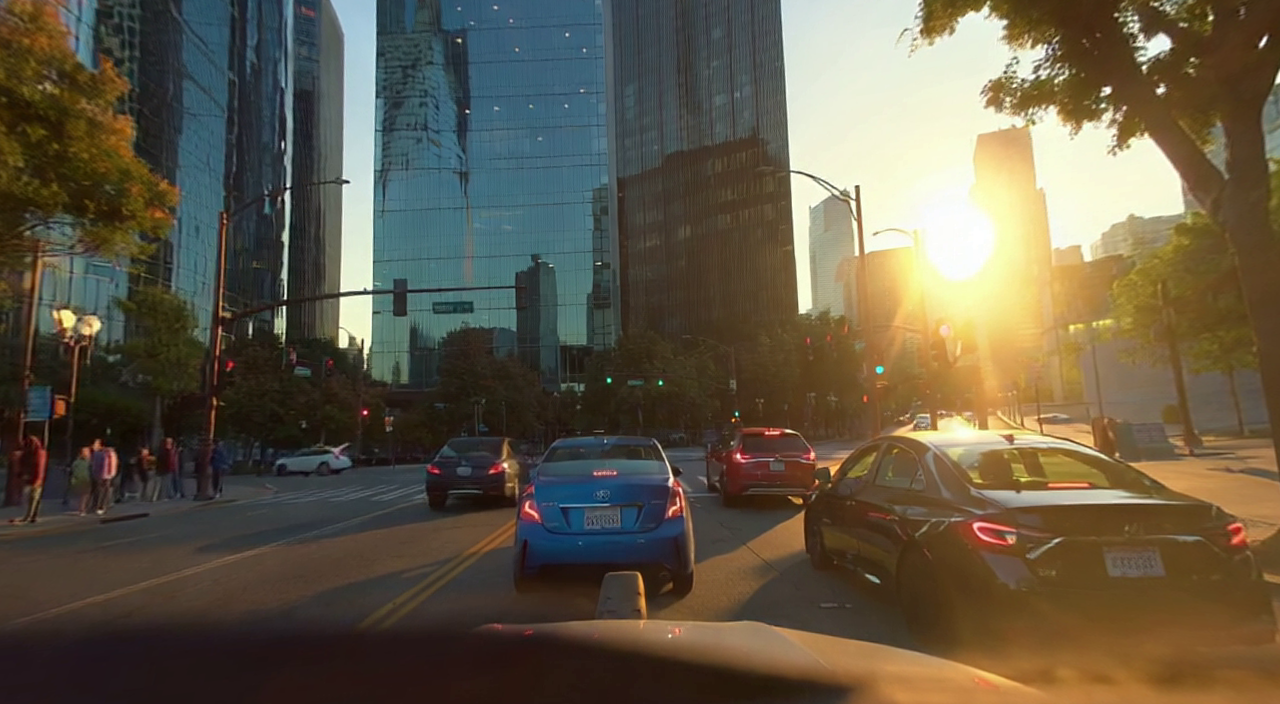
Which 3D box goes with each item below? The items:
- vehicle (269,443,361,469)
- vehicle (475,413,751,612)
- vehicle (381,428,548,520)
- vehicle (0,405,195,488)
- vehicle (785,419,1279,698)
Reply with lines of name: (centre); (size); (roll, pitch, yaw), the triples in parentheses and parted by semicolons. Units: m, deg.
vehicle: (-19.339, 6.155, 37.345); (4.648, 1.496, 1.971); (-2, -9, 15)
vehicle: (-0.260, 1.507, 6.828); (2.072, 1.476, 4.078); (0, -8, -2)
vehicle: (-3.238, 2.338, 12.617); (2.068, 1.513, 4.221); (0, -8, 1)
vehicle: (-26.247, 4.347, 29.063); (8.989, 3.623, 2.884); (0, -8, 1)
vehicle: (2.756, 1.405, 5.487); (1.952, 1.464, 4.165); (0, -8, -1)
